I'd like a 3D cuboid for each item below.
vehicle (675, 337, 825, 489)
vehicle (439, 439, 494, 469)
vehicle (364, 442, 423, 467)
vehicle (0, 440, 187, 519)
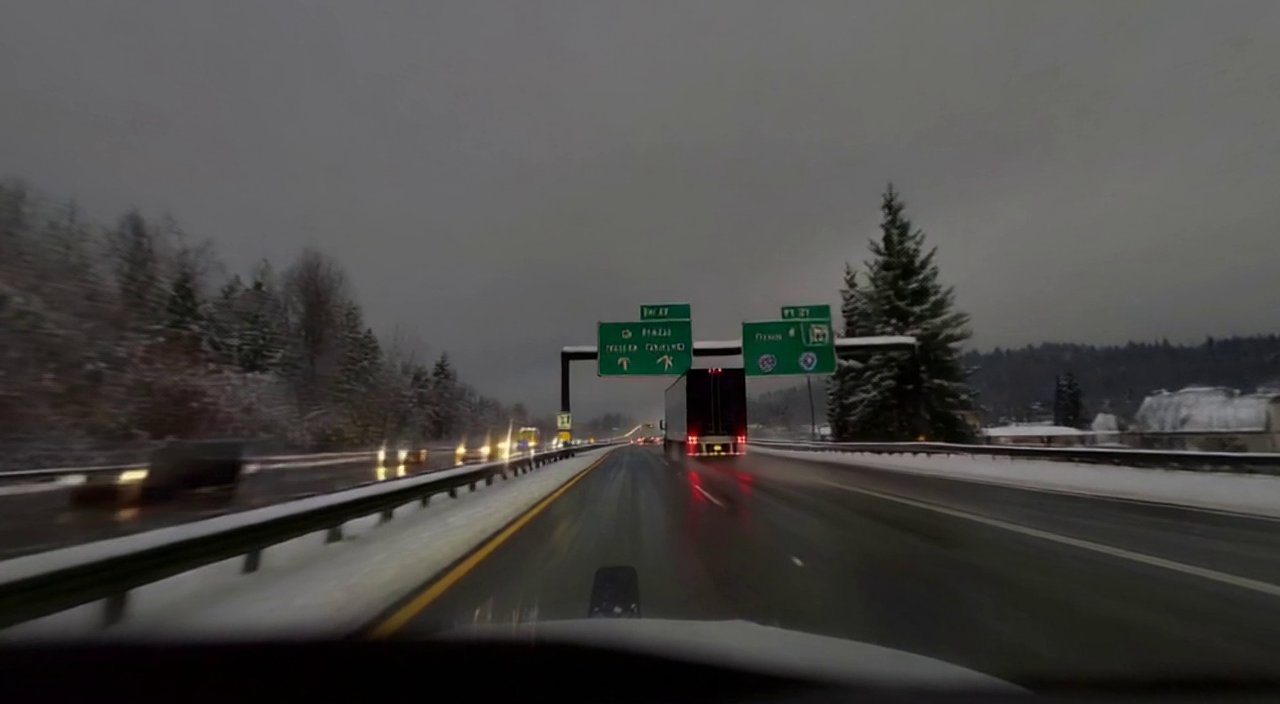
[{"bbox_3d":[3.241,2.472,23.282,2.954,3.995,13.335,0,-8,-1],"label":"vehicle"},{"bbox_3d":[-9.168,5.394,33.664,1.847,1.456,3.890,0,-8,0],"label":"vehicle"},{"bbox_3d":[-16.071,6.690,41.404,1.965,1.489,4.918,0,-8,-1],"label":"vehicle"},{"bbox_3d":[-13.241,2.898,14.973,1.896,1.577,4.074,0,-8,0],"label":"vehicle"}]
